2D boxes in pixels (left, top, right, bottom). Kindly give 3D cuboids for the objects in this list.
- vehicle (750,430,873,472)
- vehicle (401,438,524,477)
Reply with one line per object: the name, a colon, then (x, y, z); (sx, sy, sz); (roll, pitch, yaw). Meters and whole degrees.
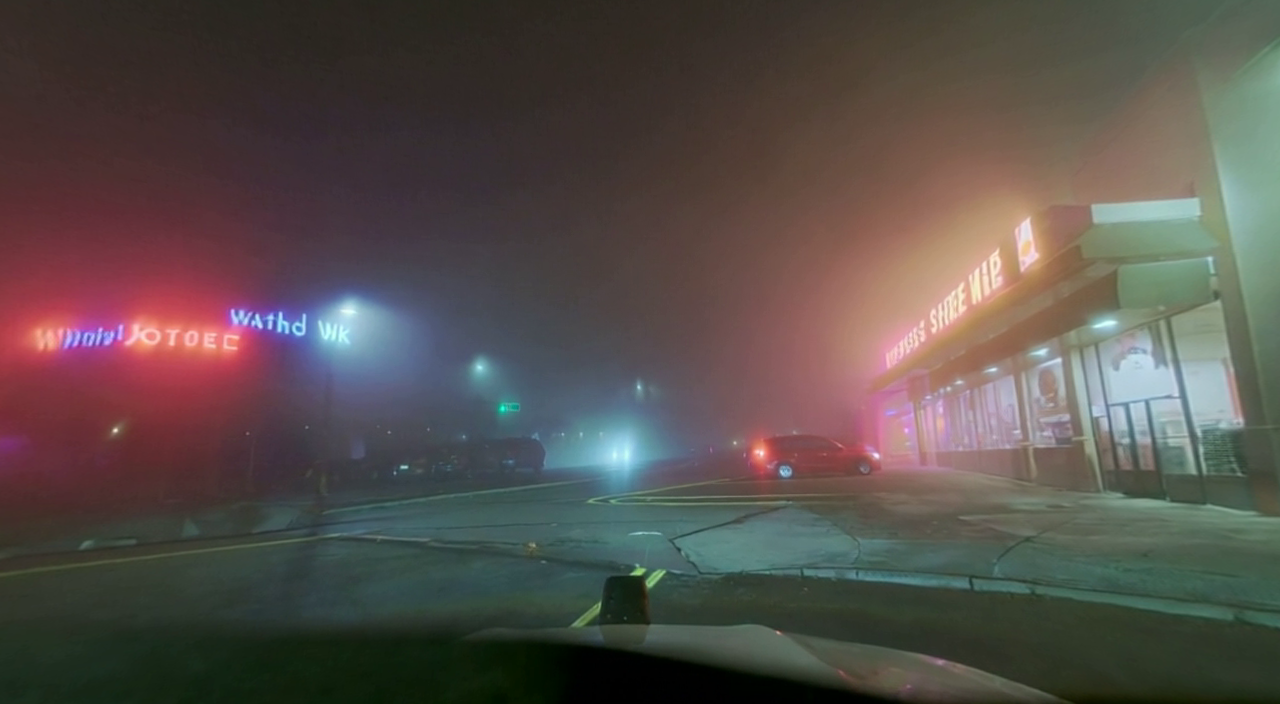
vehicle: (7.278, 4.194, 26.841); (4.706, 1.663, 1.993); (-4, -9, 25)
vehicle: (-7.770, 4.612, 27.767); (4.814, 1.618, 1.869); (-2, -9, 11)
